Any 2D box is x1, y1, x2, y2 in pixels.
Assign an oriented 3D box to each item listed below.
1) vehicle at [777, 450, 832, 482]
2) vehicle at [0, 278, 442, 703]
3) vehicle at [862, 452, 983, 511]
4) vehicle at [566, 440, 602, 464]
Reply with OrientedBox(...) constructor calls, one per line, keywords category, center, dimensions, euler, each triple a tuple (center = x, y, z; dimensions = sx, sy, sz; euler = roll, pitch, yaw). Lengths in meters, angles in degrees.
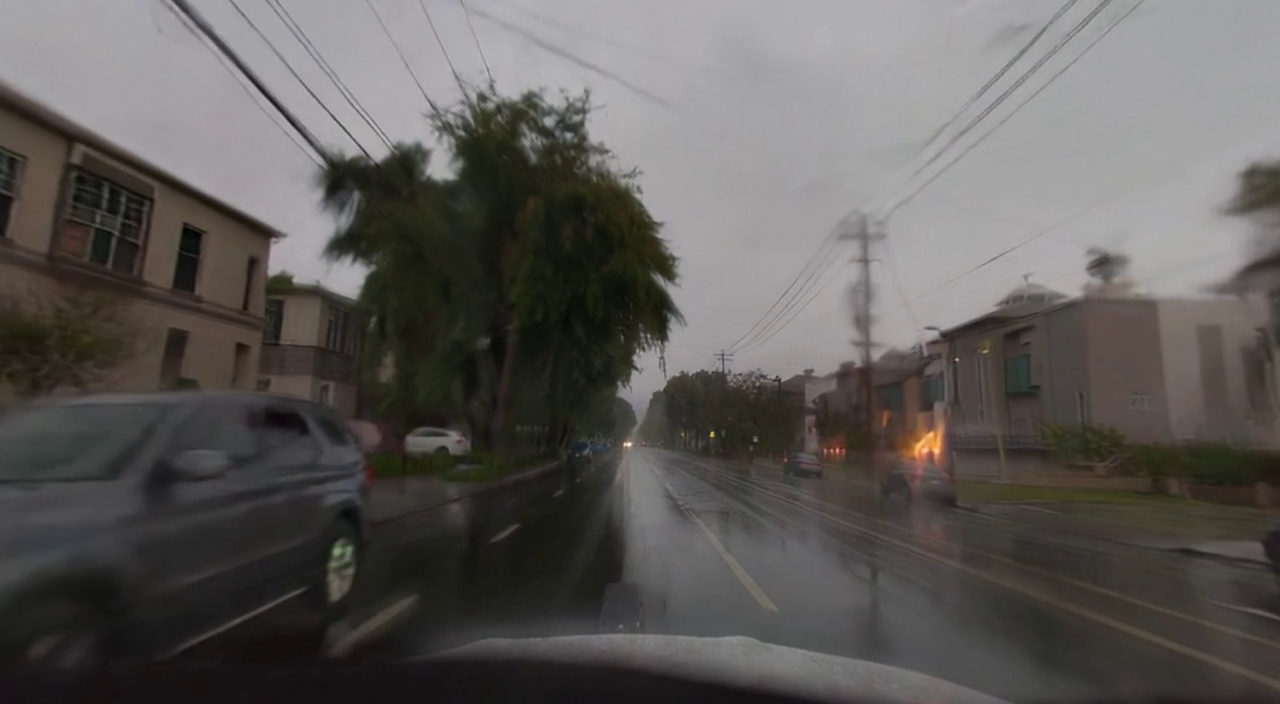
OrientedBox(category="vehicle", center=(9.416, 6.525, 36.463), dimensions=(1.930, 1.456, 4.511), euler=(8, -8, 2))
OrientedBox(category="vehicle", center=(-3.265, 0.985, 3.853), dimensions=(2.290, 1.924, 5.536), euler=(0, -8, 0))
OrientedBox(category="vehicle", center=(9.594, 4.378, 21.936), dimensions=(1.977, 1.495, 4.800), euler=(8, -8, 1))
OrientedBox(category="vehicle", center=(-3.666, 6.614, 42.063), dimensions=(2.021, 1.475, 4.523), euler=(0, -8, 0))
